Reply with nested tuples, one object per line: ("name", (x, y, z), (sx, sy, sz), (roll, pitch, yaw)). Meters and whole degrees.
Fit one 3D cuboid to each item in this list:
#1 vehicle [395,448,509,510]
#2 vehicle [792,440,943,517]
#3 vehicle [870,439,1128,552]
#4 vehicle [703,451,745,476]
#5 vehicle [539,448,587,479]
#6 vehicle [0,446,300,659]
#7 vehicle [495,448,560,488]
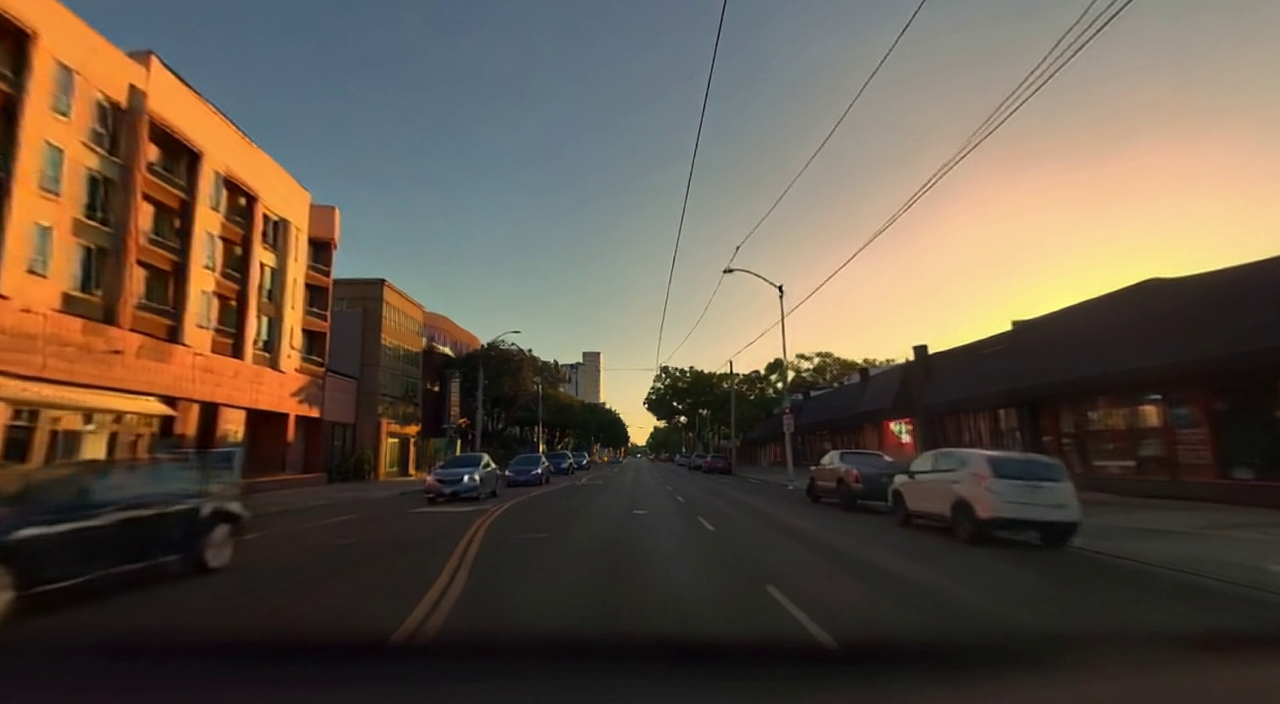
("vehicle", (-5.251, 3.572, 18.252), (1.949, 1.533, 3.864), (-1, -8, 2))
("vehicle", (5.792, 3.248, 16.925), (2.138, 1.715, 4.886), (0, -8, -1))
("vehicle", (5.868, 2.344, 11.148), (1.957, 1.572, 4.418), (0, -8, 0))
("vehicle", (5.789, 7.711, 43.908), (2.054, 1.525, 4.258), (0, -8, -4))
("vehicle", (-4.465, 6.533, 37.334), (2.145, 1.653, 4.421), (-1, -8, 2))
("vehicle", (-5.535, 1.672, 6.104), (2.052, 1.481, 4.248), (0, -8, 1))
("vehicle", (-4.973, 5.157, 28.468), (1.950, 1.636, 4.253), (-1, -8, 3))
